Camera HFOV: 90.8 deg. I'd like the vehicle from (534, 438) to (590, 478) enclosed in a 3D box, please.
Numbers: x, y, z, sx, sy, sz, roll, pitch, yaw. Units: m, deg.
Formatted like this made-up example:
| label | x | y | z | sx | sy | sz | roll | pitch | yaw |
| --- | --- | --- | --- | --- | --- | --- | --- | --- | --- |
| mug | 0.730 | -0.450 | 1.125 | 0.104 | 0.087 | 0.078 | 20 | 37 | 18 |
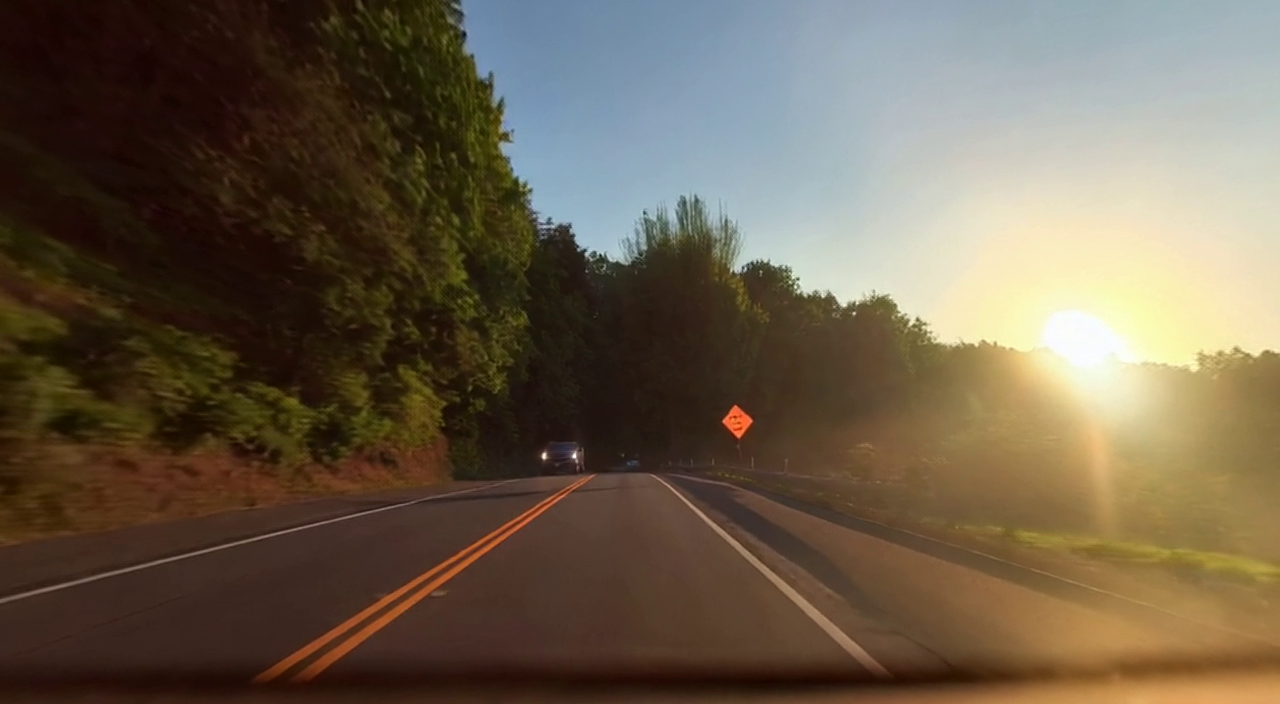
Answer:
| label | x | y | z | sx | sy | sz | roll | pitch | yaw |
| --- | --- | --- | --- | --- | --- | --- | --- | --- | --- |
| vehicle | -4.593 | 6.376 | 38.263 | 2.638 | 2.200 | 5.867 | 0 | -8 | 0 |
